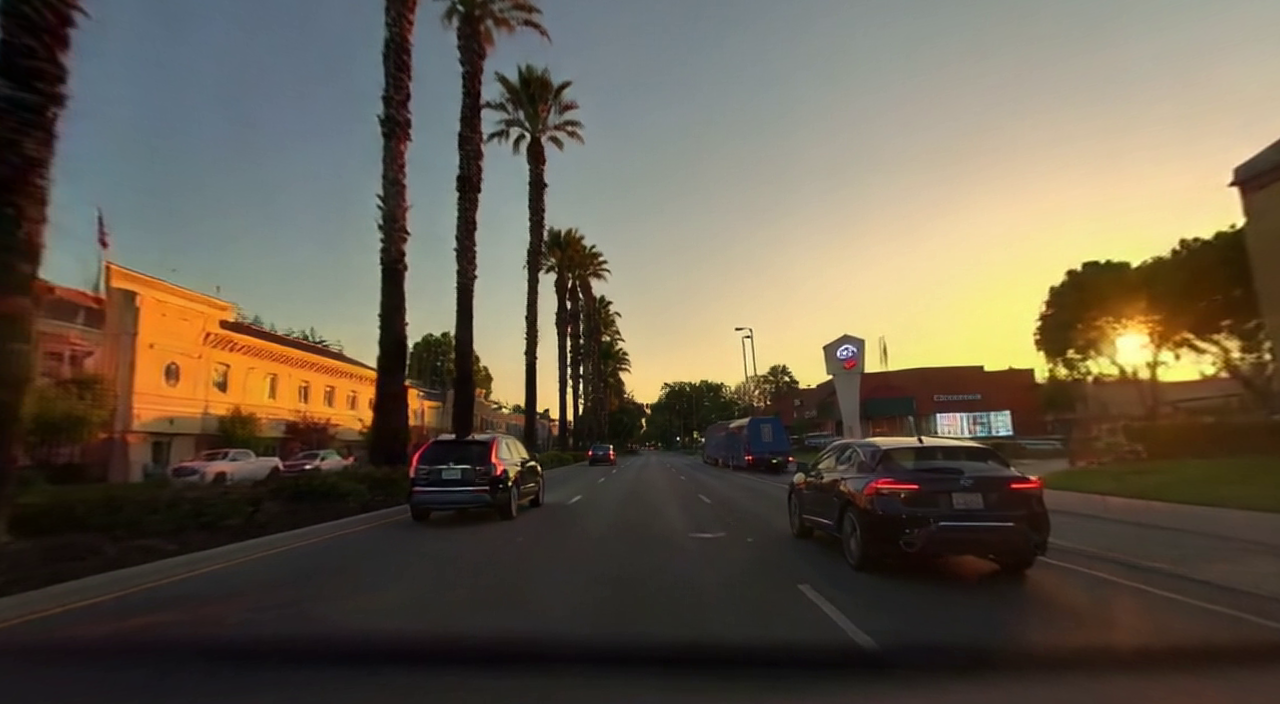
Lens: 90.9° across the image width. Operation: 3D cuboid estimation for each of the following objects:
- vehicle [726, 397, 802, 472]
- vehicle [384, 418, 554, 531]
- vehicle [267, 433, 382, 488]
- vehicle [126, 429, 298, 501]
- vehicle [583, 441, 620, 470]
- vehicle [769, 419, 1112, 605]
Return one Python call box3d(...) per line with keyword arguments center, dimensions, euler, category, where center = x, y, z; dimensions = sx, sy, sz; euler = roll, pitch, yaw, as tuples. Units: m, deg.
box3d(center=(7.240, 5.035, 38.106), dimensions=(2.902, 3.992, 8.073), euler=(0, -8, 0), category="vehicle")
box3d(center=(-3.066, 2.312, 12.440), dimensions=(2.058, 1.804, 4.391), euler=(0, -8, 1), category="vehicle")
box3d(center=(-21.439, 7.401, 43.702), dimensions=(3.030, 3.354, 9.135), euler=(0, -8, 2), category="vehicle")
box3d(center=(-21.659, 5.736, 32.756), dimensions=(2.989, 3.225, 8.285), euler=(0, -8, 0), category="vehicle")
box3d(center=(-2.402, 6.610, 40.374), dimensions=(1.998, 1.743, 4.402), euler=(0, -8, 1), category="vehicle")
box3d(center=(2.900, 1.625, 7.319), dimensions=(1.946, 1.513, 4.133), euler=(0, -8, 0), category="vehicle")
